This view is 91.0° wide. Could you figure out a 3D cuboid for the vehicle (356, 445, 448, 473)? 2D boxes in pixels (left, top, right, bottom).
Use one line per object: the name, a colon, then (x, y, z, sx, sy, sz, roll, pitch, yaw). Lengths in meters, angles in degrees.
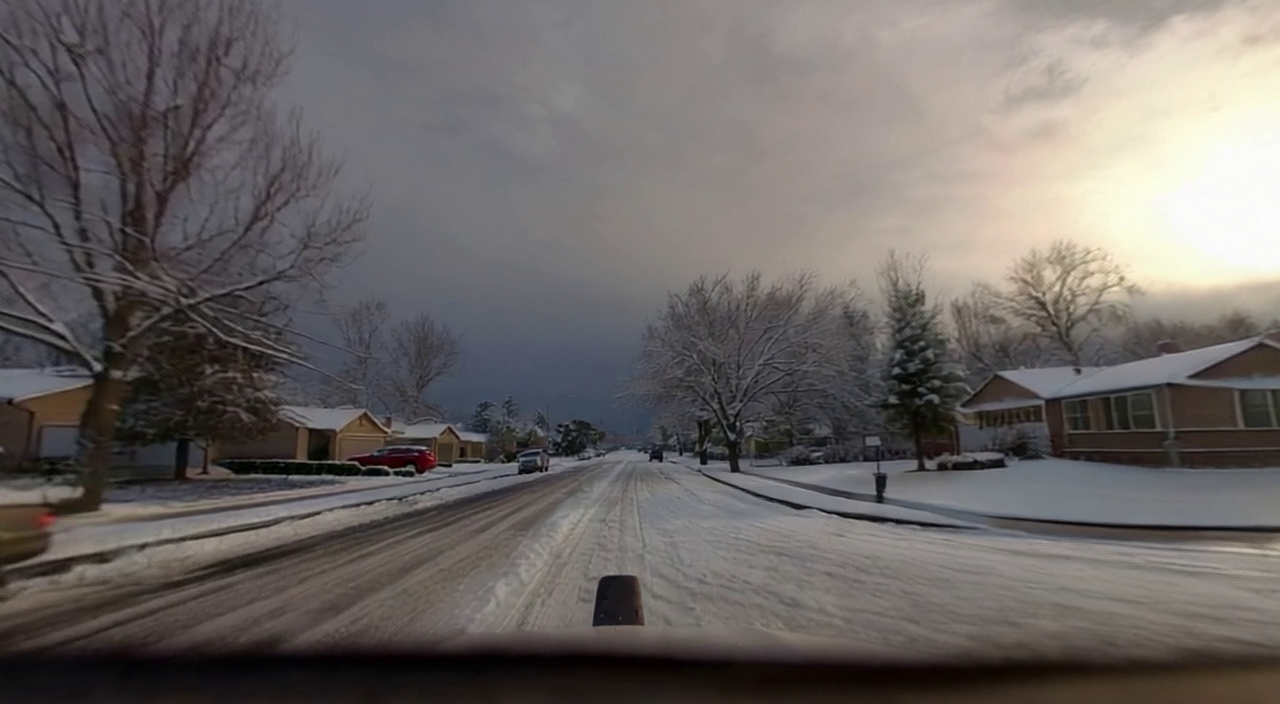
vehicle: (-14.438, 6.506, 38.340, 4.850, 1.676, 1.920, 0, -9, 3)
